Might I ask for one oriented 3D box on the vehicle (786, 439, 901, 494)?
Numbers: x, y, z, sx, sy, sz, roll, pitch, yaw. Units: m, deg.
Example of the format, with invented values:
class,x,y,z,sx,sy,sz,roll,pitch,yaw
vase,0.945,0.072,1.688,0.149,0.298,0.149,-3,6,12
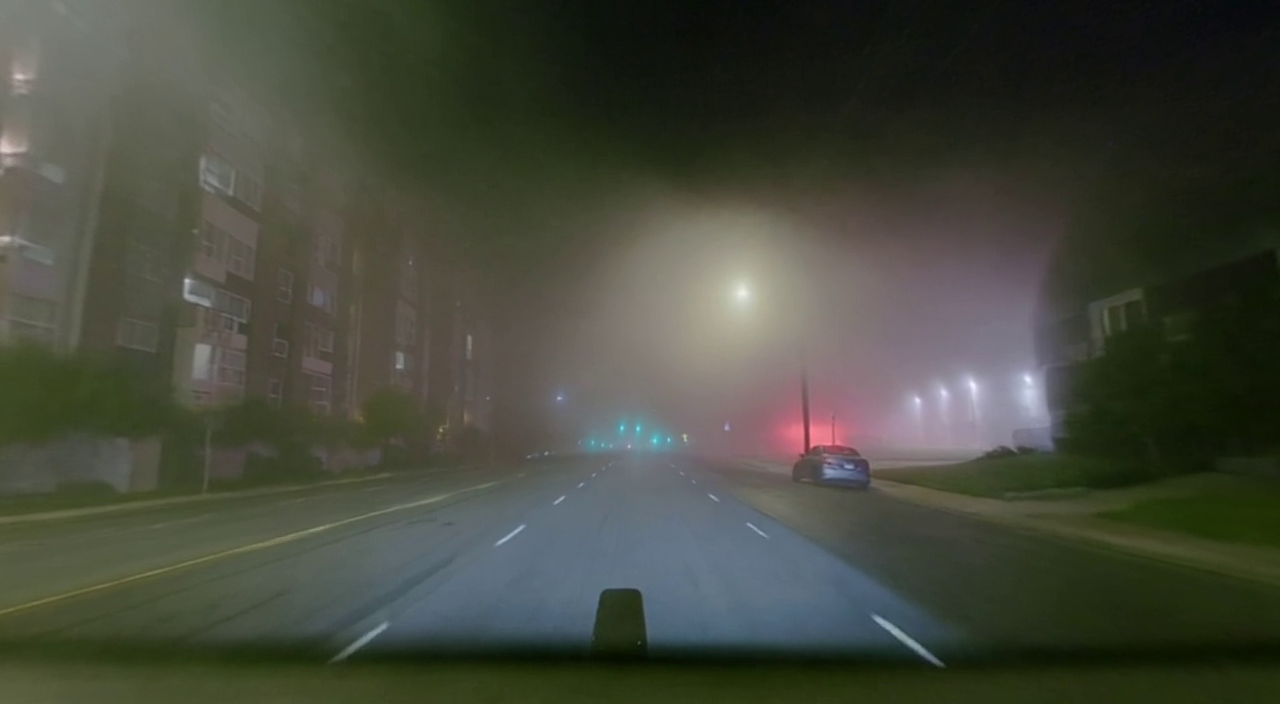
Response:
class,x,y,z,sx,sy,sz,roll,pitch,yaw
vehicle,6.308,3.596,20.247,1.948,1.526,4.518,0,-9,-3
